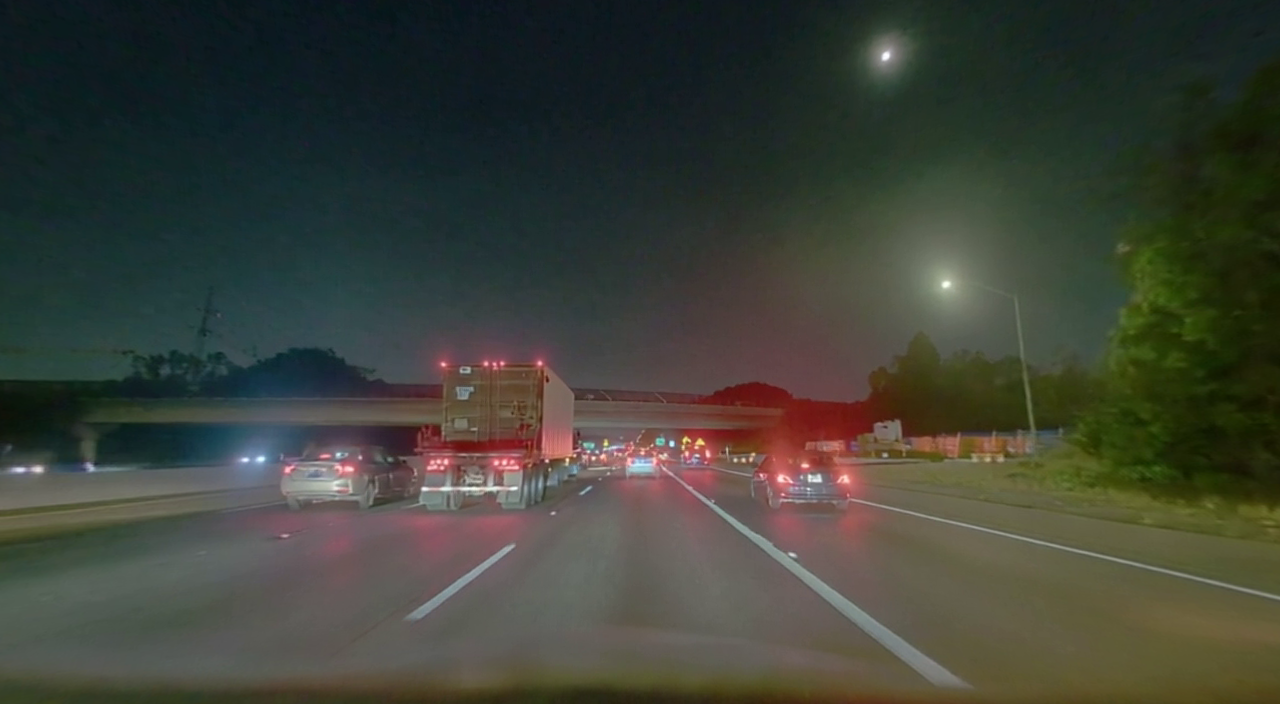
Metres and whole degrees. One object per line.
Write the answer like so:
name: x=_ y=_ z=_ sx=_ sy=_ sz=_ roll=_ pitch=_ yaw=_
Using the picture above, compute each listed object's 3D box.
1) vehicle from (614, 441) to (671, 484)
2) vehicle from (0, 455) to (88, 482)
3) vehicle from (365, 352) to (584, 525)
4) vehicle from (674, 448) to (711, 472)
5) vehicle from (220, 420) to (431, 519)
vehicle: x=0.035 y=4.704 z=27.201 sx=2.270 sy=1.696 sz=4.061 roll=0 pitch=-8 yaw=-2
vehicle: x=-45.314 y=8.786 z=47.784 sx=2.114 sy=1.860 sz=5.237 roll=0 pitch=-8 yaw=0
vehicle: x=-3.631 y=2.434 z=17.580 sx=3.075 sy=3.276 sz=11.073 roll=0 pitch=-8 yaw=0
vehicle: x=3.481 y=7.211 z=42.421 sx=2.003 sy=1.465 sz=4.092 roll=0 pitch=-8 yaw=-2
vehicle: x=-7.493 y=2.870 z=16.081 sx=2.309 sy=2.007 sz=5.974 roll=0 pitch=-8 yaw=0
